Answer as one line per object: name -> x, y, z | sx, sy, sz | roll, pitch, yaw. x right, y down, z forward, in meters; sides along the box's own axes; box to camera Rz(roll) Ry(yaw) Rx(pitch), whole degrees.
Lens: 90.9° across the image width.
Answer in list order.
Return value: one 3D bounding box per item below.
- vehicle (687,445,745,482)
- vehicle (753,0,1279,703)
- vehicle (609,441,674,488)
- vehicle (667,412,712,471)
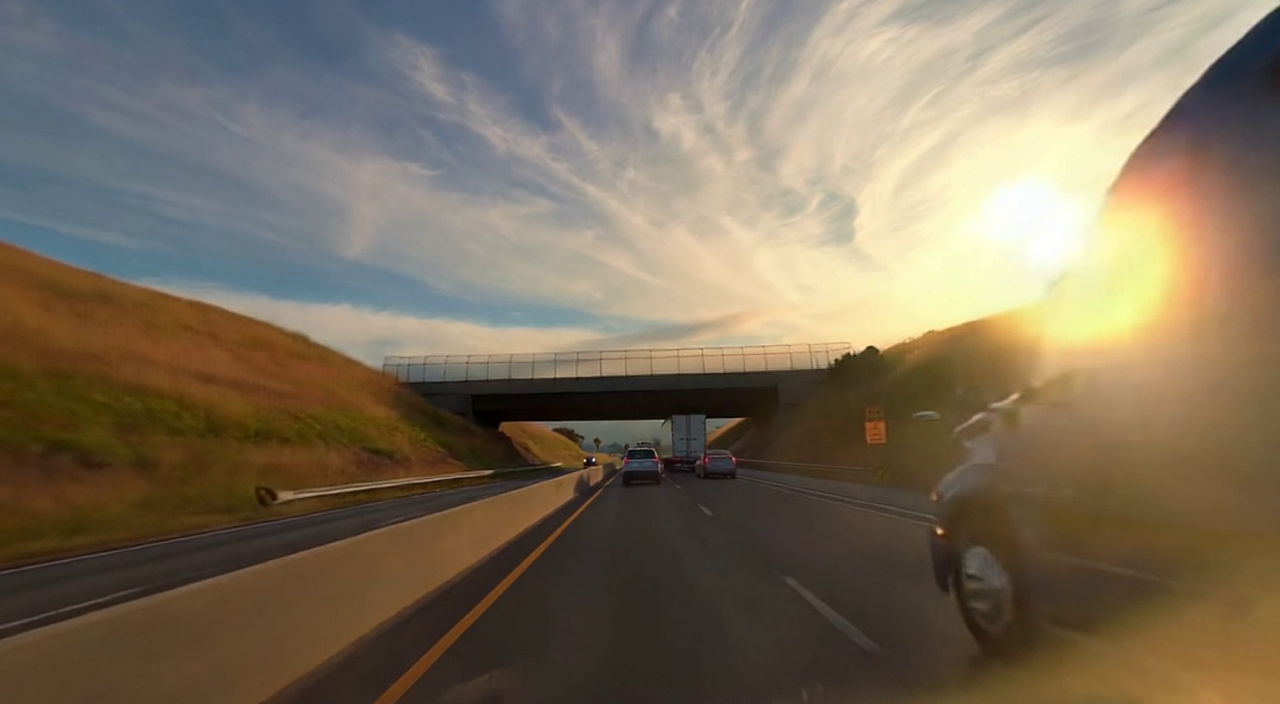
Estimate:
vehicle -> 3.302, 4.945, 28.122 | 1.972, 1.505, 3.946 | 0, -9, -1
vehicle -> 3.030, 0.159, 5.045 | 2.987, 3.897, 5.990 | -1, -9, 0
vehicle -> 0.035, 4.269, 24.159 | 2.256, 1.615, 4.114 | -1, -9, 0
vehicle -> 3.572, 6.677, 46.706 | 2.948, 3.974, 6.480 | -1, -9, 3
